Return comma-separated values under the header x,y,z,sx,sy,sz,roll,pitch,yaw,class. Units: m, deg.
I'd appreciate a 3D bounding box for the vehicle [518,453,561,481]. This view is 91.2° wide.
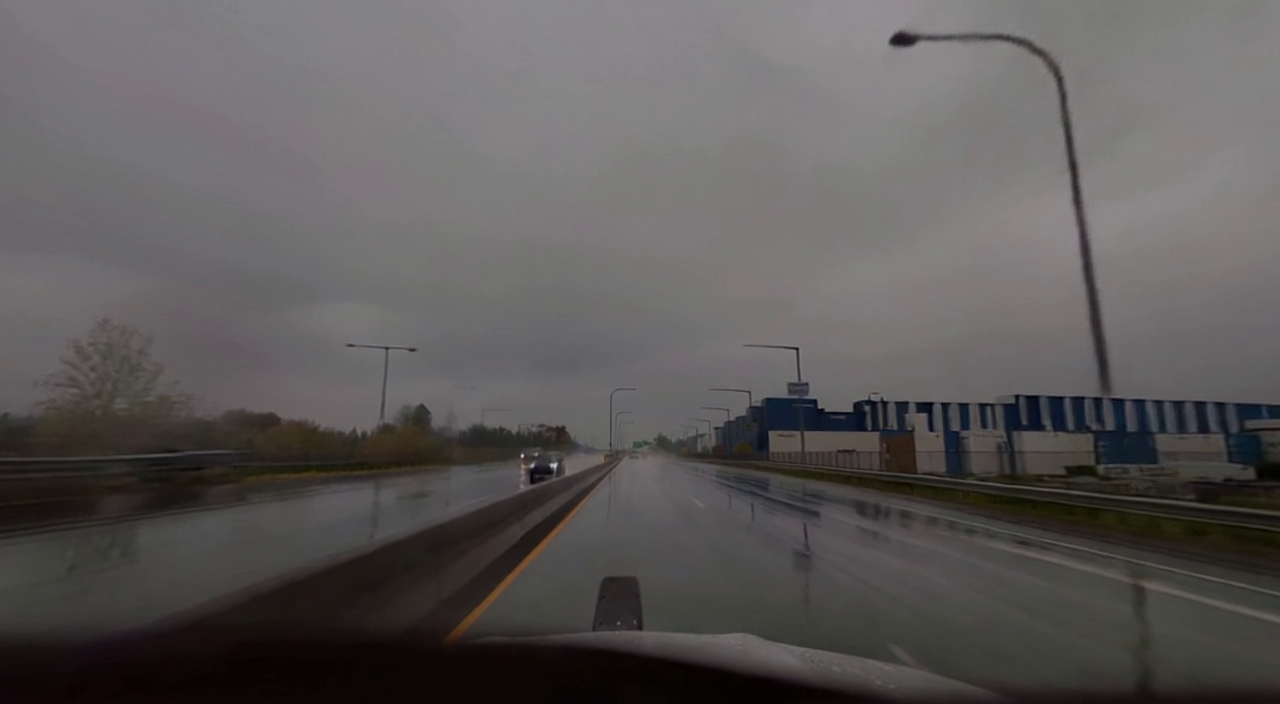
x,y,z,sx,sy,sz,roll,pitch,yaw,class
-6.068,6.995,38.422,1.918,1.590,4.225,-1,-9,0,vehicle
